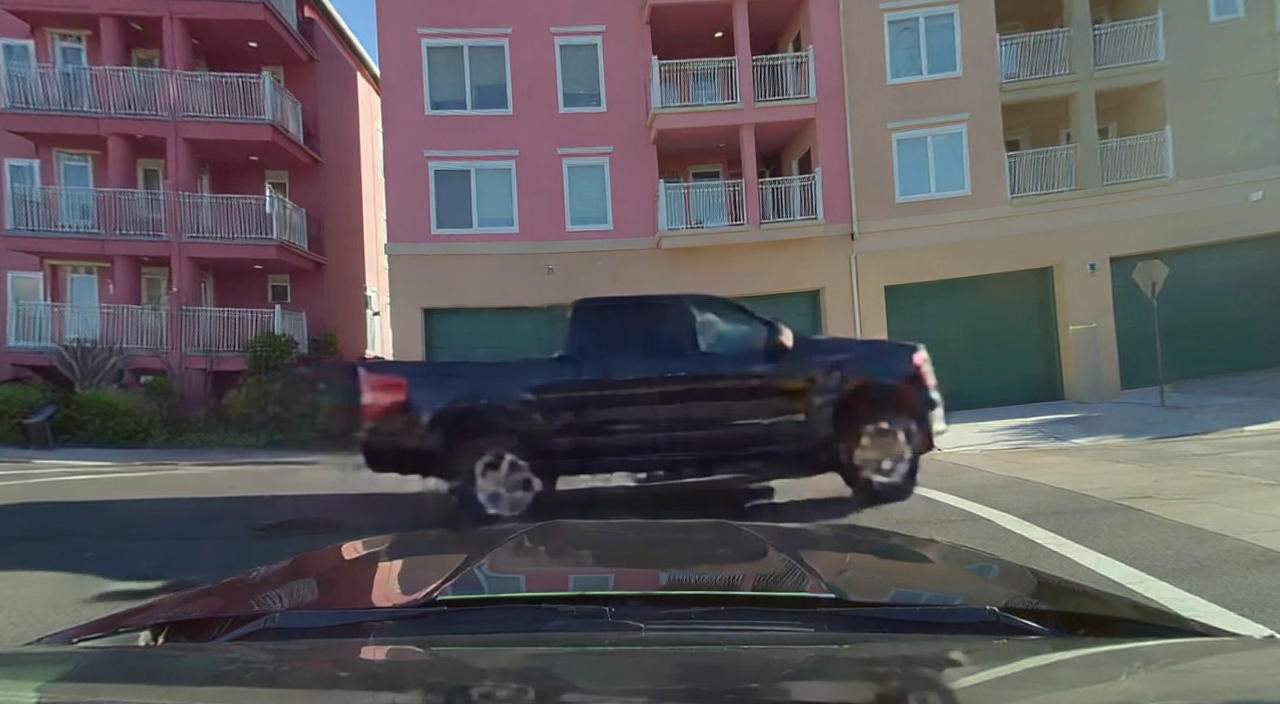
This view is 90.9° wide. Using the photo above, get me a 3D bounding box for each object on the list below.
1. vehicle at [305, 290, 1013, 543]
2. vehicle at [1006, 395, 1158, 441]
[{"bbox_3d":[0.143,0.639,6.065,5.448,1.974,2.176,0,-8,0],"label":"vehicle"},{"bbox_3d":[15.751,2.387,22.640,3.905,1.475,2.057,-1,-8,-2],"label":"vehicle"}]
